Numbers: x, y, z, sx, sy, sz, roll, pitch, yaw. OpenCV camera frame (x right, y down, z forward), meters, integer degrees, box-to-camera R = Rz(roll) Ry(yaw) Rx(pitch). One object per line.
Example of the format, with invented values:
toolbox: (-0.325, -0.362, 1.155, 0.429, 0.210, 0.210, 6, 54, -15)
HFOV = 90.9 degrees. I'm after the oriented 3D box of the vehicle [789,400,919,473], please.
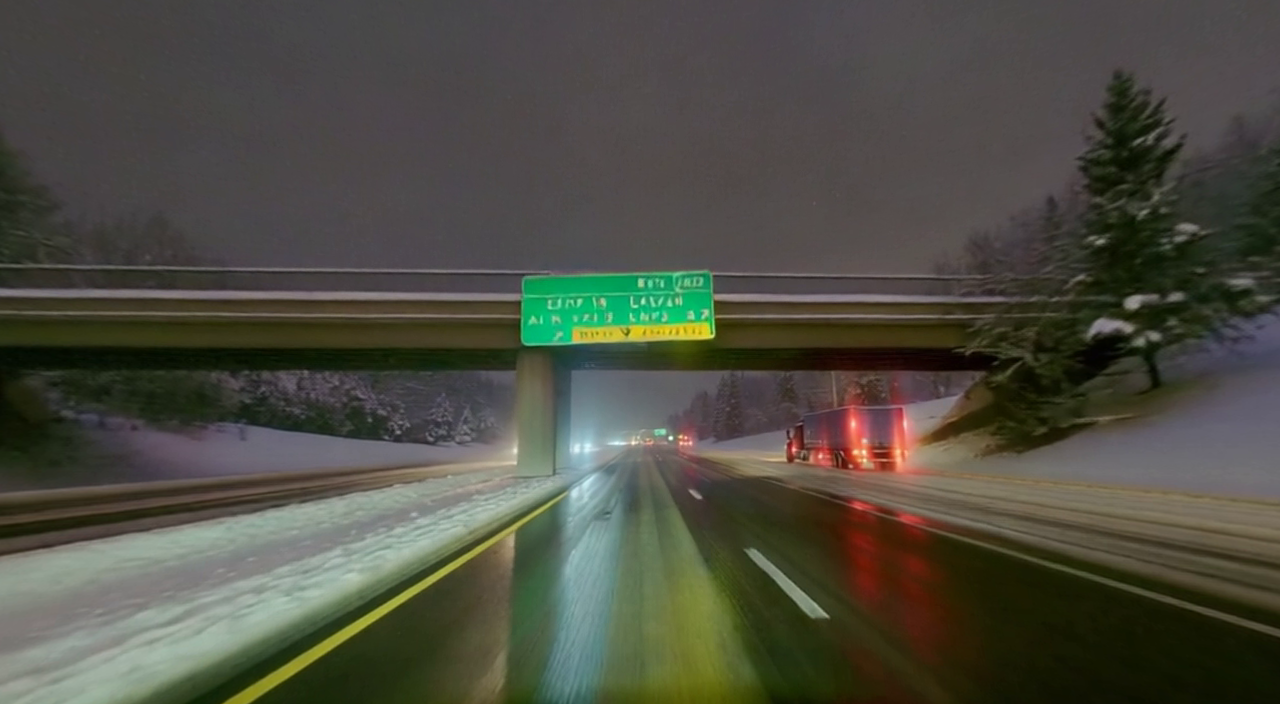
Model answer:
vehicle: (10.865, 4.562, 33.655, 2.960, 3.207, 10.950, 0, -8, -1)
